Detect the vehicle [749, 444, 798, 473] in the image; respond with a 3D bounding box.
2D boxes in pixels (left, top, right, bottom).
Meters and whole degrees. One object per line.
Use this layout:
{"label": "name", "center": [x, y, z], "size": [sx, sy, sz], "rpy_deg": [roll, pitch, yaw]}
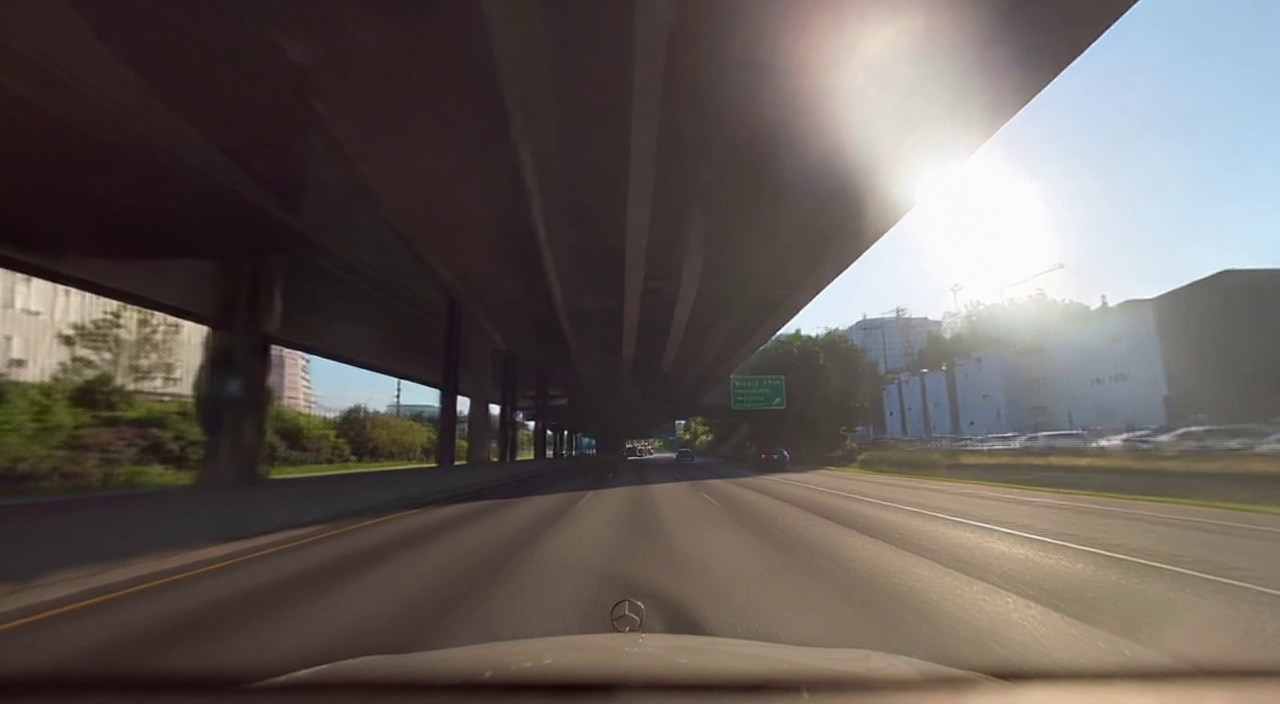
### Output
{"label": "vehicle", "center": [7.631, 6.111, 36.394], "size": [1.923, 1.516, 3.815], "rpy_deg": [0, -9, -1]}
